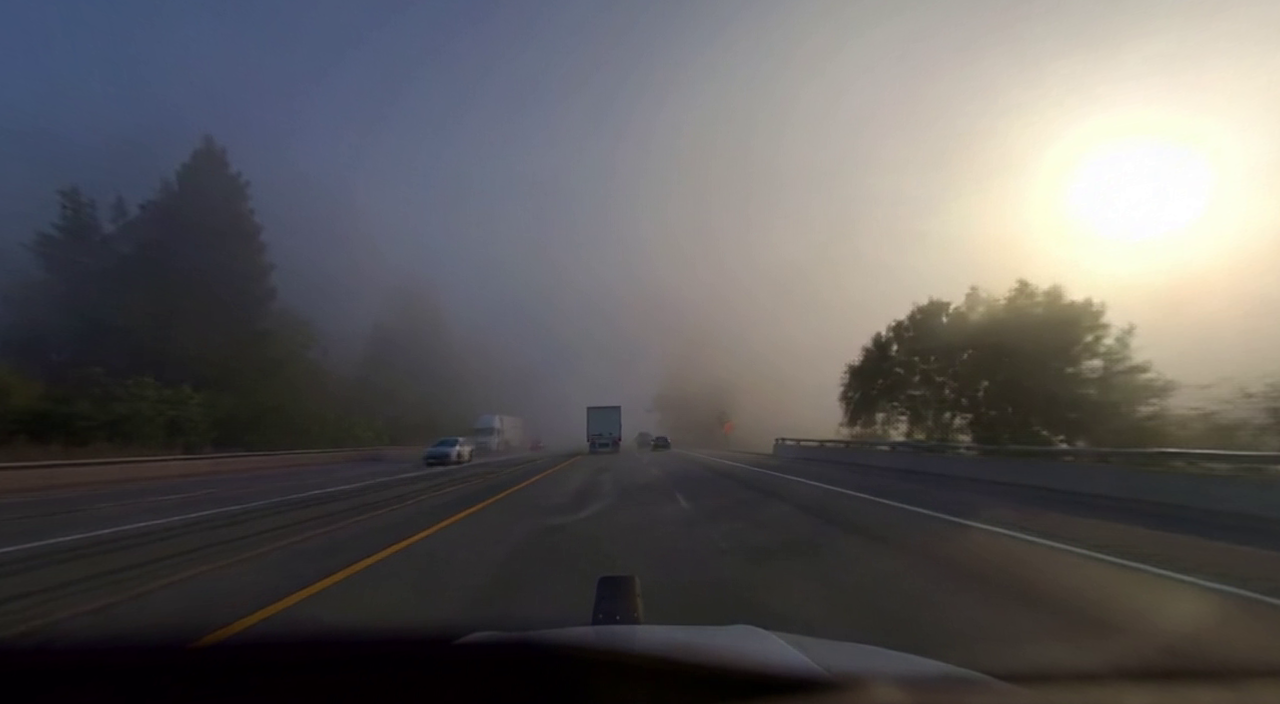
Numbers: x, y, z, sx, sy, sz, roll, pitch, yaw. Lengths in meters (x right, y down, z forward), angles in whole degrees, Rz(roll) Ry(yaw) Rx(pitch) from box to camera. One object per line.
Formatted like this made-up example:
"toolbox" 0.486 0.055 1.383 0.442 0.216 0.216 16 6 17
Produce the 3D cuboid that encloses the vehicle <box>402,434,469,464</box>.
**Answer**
"vehicle" -10.595 5.047 32.922 2.002 1.467 4.406 0 -8 0

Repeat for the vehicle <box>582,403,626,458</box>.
"vehicle" -2.153 4.881 38.946 2.450 3.098 6.965 0 -8 -2
